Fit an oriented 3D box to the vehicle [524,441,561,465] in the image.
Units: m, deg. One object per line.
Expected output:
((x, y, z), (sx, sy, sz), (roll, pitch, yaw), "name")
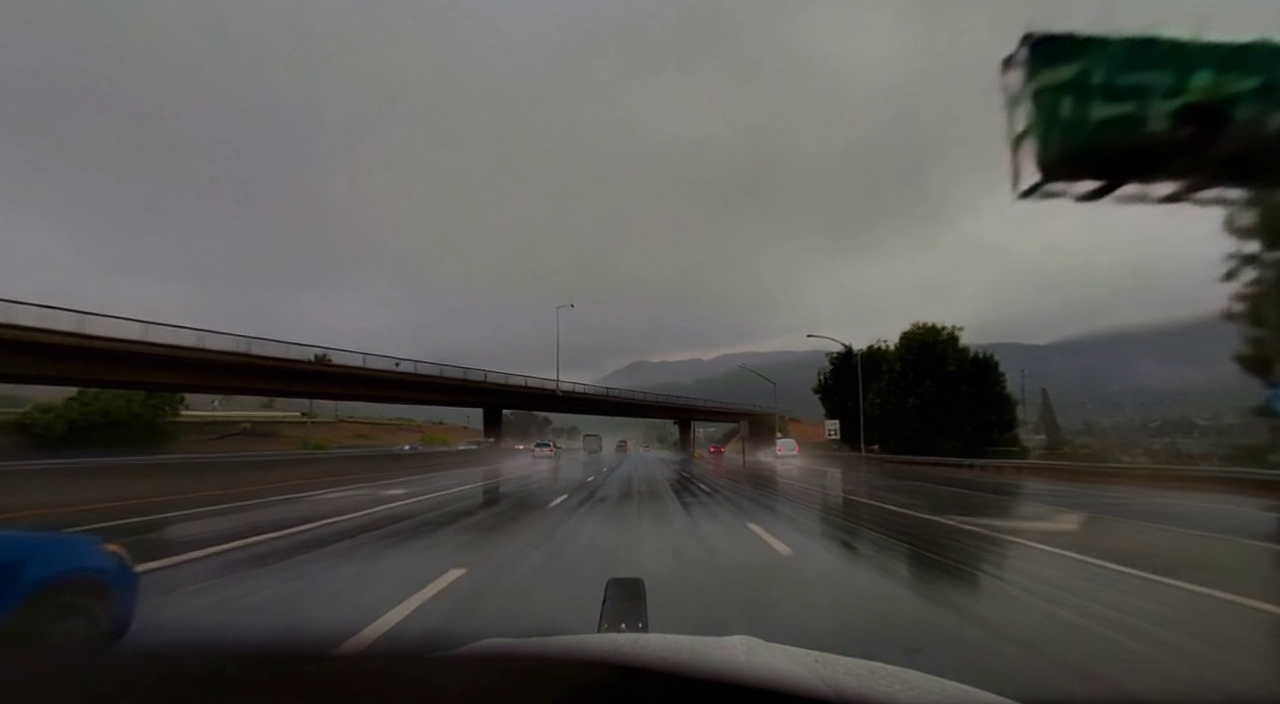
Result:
((-6.832, 7.113, 44.369), (1.935, 1.633, 3.955), (0, -8, 1), "vehicle")
